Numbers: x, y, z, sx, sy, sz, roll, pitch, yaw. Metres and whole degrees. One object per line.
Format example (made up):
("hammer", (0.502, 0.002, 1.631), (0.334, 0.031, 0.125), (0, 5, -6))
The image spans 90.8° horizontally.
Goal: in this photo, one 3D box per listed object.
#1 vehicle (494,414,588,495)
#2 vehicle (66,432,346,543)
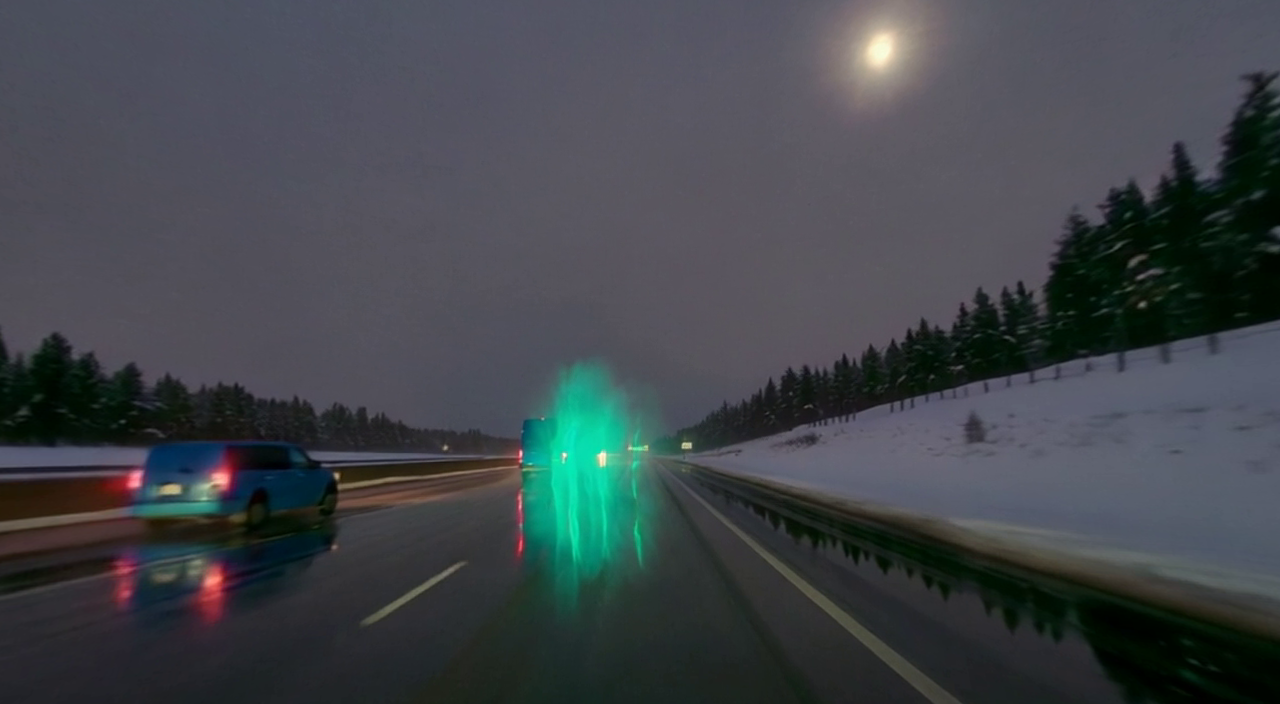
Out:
("vehicle", (-3.416, 3.742, 23.159), (2.437, 2.565, 5.829), (0, -9, 1))
("vehicle", (-7.607, 2.394, 11.769), (2.164, 1.664, 4.252), (0, -9, 0))
